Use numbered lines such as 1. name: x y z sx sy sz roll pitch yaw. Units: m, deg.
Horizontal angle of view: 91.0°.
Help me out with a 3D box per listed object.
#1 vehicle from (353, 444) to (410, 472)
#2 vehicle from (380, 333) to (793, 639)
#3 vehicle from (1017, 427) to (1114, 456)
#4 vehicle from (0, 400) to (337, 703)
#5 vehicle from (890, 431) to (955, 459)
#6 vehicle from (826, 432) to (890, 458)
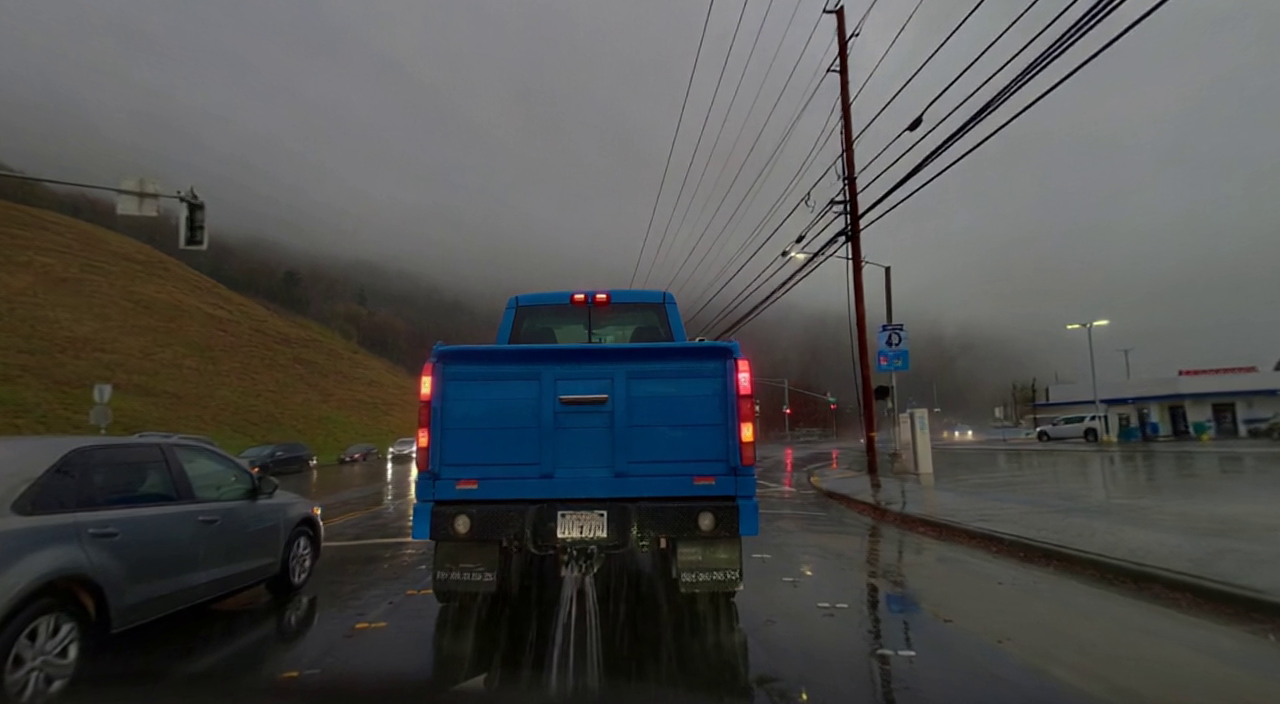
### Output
1. vehicle: -17.117 7.021 41.902 2.133 1.690 4.331 0 -9 -3
2. vehicle: -0.423 1.326 7.198 2.859 2.144 5.406 0 -9 -1
3. vehicle: 25.565 5.401 37.917 4.419 1.496 1.854 -2 -9 1
4. vehicle: -3.960 1.191 3.970 2.017 1.555 4.150 -1 -9 0
5. vehicle: 19.194 6.323 42.688 5.021 1.757 2.012 7 -11 -41
6. vehicle: 16.090 6.841 46.316 4.975 1.799 2.117 7 -11 -39
